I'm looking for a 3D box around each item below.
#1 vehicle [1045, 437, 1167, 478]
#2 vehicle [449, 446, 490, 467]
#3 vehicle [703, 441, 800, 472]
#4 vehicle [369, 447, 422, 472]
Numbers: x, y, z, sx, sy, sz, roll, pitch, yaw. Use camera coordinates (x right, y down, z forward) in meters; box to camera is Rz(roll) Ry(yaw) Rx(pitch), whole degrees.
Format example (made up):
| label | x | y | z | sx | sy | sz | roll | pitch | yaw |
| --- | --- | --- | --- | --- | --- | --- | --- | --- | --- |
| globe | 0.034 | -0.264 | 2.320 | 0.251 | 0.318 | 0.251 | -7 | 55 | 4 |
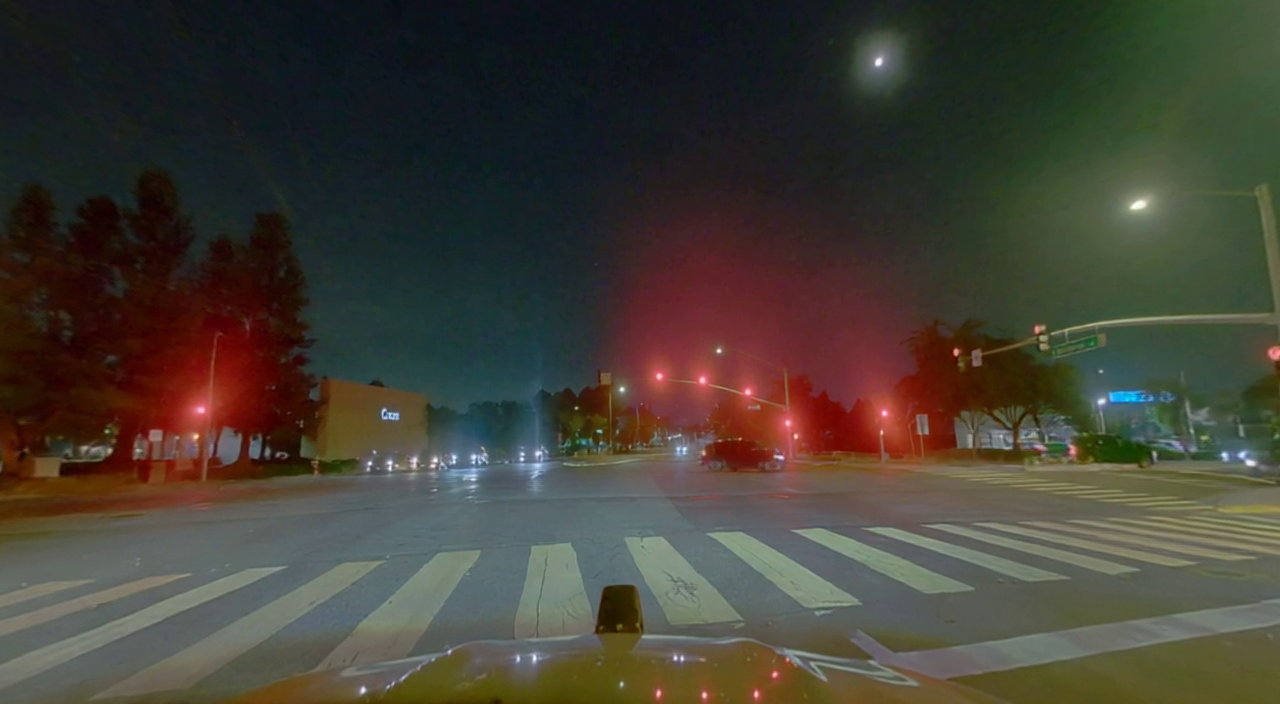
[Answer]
| label | x | y | z | sx | sy | sz | roll | pitch | yaw |
| --- | --- | --- | --- | --- | --- | --- | --- | --- | --- |
| vehicle | 23.810 | 5.335 | 32.271 | 5.667 | 1.927 | 2.289 | 4 | -9 | -23 |
| vehicle | -12.618 | 7.767 | 47.091 | 1.946 | 1.474 | 4.008 | 0 | -9 | 0 |
| vehicle | 5.620 | 5.266 | 31.921 | 4.457 | 1.464 | 1.879 | -4 | -9 | 24 |
| vehicle | -16.259 | 7.142 | 42.240 | 1.883 | 1.586 | 4.297 | 0 | -9 | 0 |
